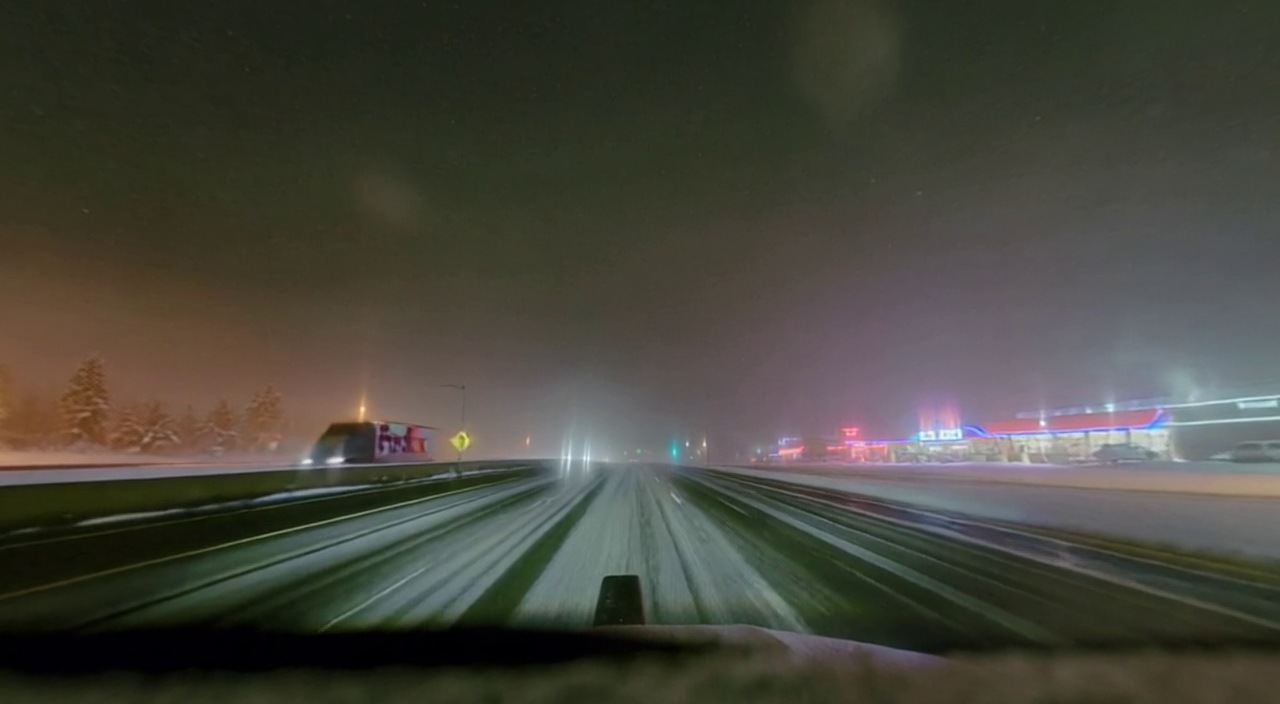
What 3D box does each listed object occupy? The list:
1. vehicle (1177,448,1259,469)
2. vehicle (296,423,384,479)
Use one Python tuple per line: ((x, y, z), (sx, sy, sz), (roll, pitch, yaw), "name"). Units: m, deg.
((44.979, 8.284, 49.037), (4.605, 1.545, 2.020), (1, -9, -6), "vehicle")
((-23.040, 7.659, 48.925), (2.971, 4.003, 7.817), (0, -9, -1), "vehicle")
